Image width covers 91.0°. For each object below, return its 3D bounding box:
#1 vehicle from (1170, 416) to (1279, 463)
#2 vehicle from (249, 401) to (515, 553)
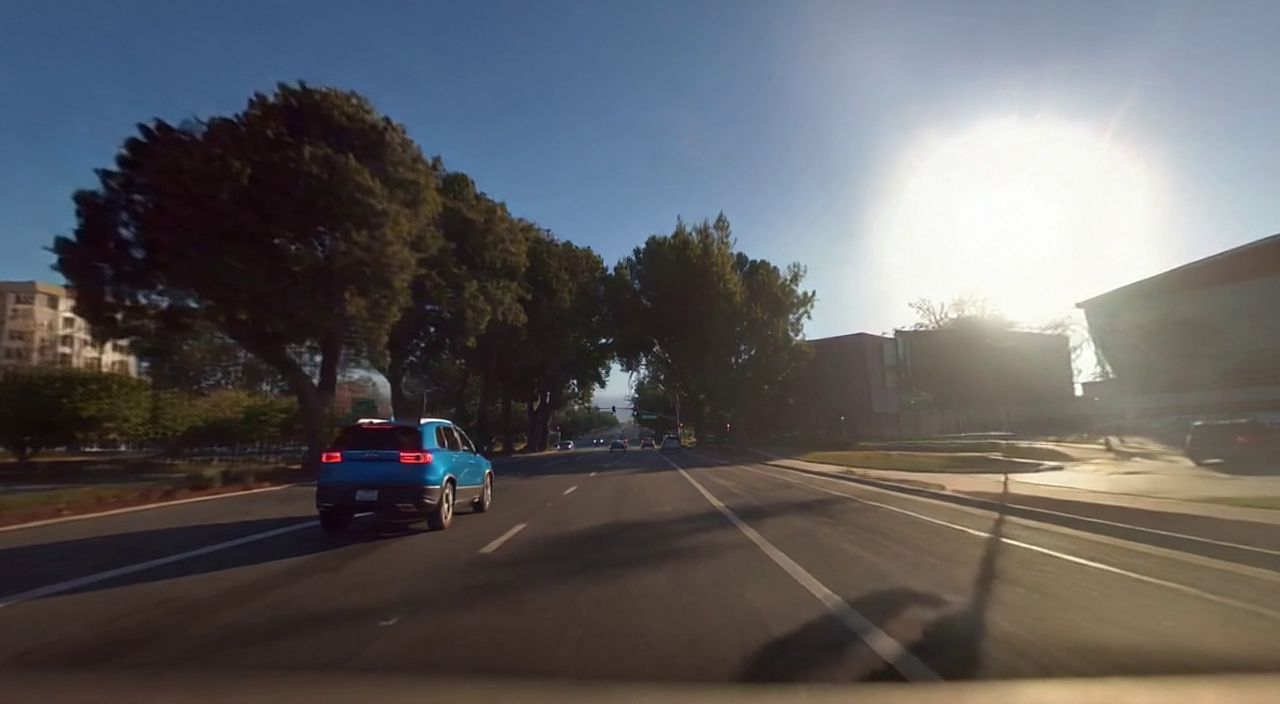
[{"bbox_3d":[23.259,3.349,24.269,4.000,1.458,1.640,-5,-7,0],"label":"vehicle"},{"bbox_3d":[-3.386,1.754,9.465,2.033,1.713,4.503,0,-8,1],"label":"vehicle"}]
